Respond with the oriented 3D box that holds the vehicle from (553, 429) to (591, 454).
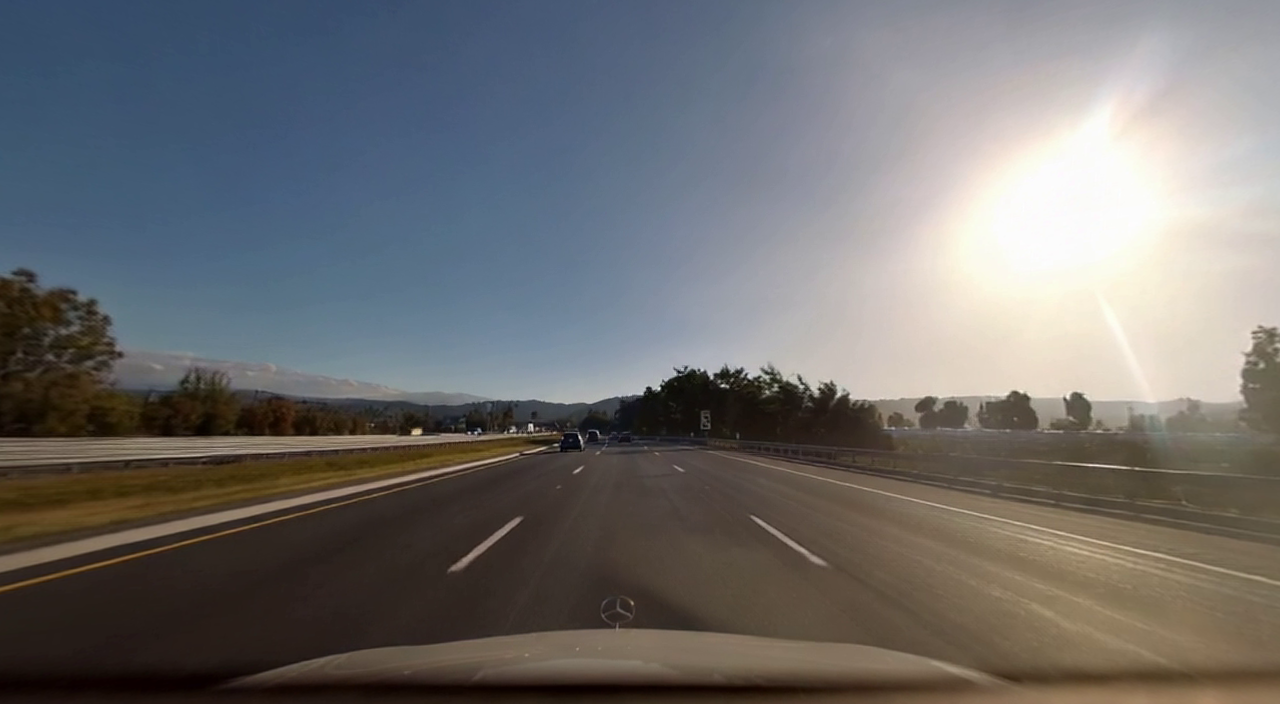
[{"bbox_3d":[-4.428,5.889,41.654,2.062,1.591,4.156,0,-7,-1],"label":"vehicle"}]
